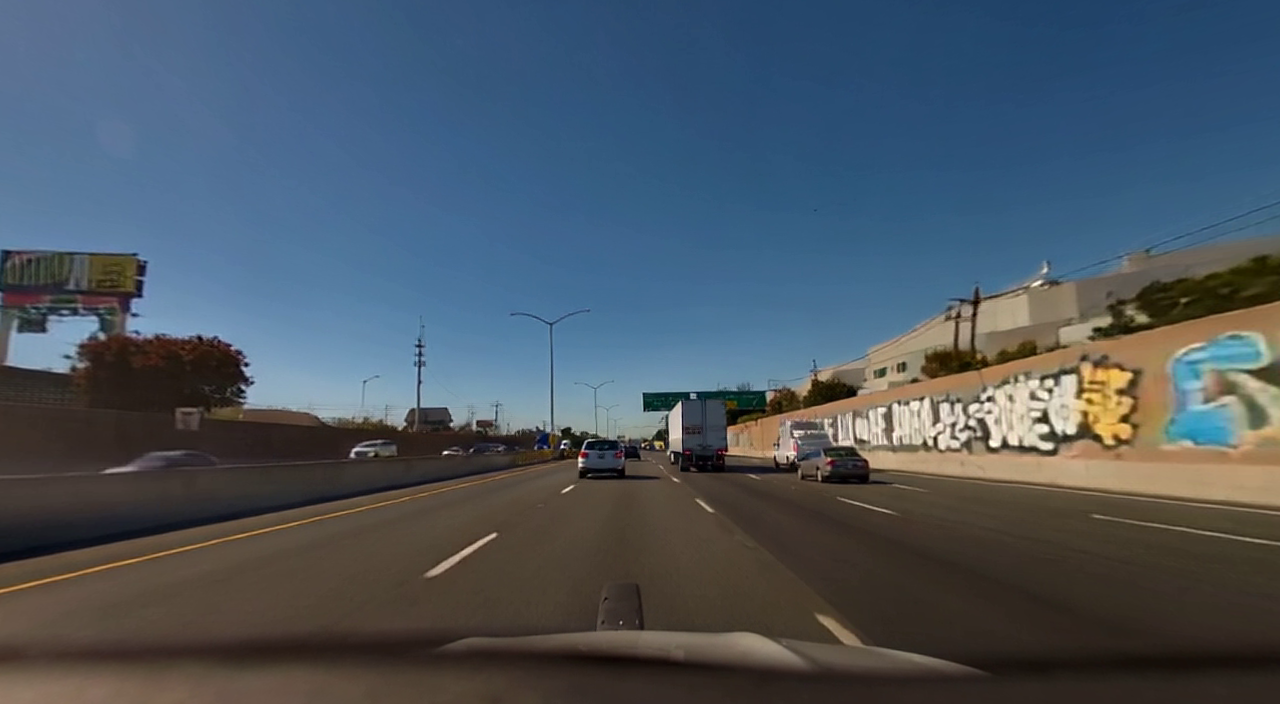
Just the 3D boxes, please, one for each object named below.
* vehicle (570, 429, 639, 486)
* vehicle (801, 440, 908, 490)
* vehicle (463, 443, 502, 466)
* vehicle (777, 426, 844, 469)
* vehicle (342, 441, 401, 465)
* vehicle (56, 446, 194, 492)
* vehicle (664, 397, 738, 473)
[{"bbox_3d":[-1.318,3.870,23.354,2.249,1.843,5.176,1,-9,-3],"label":"vehicle"},{"bbox_3d":[7.049,3.747,21.337,1.915,1.476,4.677,0,-9,-1],"label":"vehicle"},{"bbox_3d":[-10.892,7.126,43.880,1.674,1.481,3.535,1,-9,1],"label":"vehicle"},{"bbox_3d":[10.054,5.731,37.896,2.322,2.360,6.433,0,-9,1],"label":"vehicle"},{"bbox_3d":[-19.387,7.324,45.849,2.164,1.657,4.809,0,-9,0],"label":"vehicle"},{"bbox_3d":[-17.181,3.893,21.327,1.607,1.389,3.580,0,-9,0],"label":"vehicle"},{"bbox_3d":[3.233,4.928,36.800,2.976,3.806,10.591,0,-9,-1],"label":"vehicle"}]
